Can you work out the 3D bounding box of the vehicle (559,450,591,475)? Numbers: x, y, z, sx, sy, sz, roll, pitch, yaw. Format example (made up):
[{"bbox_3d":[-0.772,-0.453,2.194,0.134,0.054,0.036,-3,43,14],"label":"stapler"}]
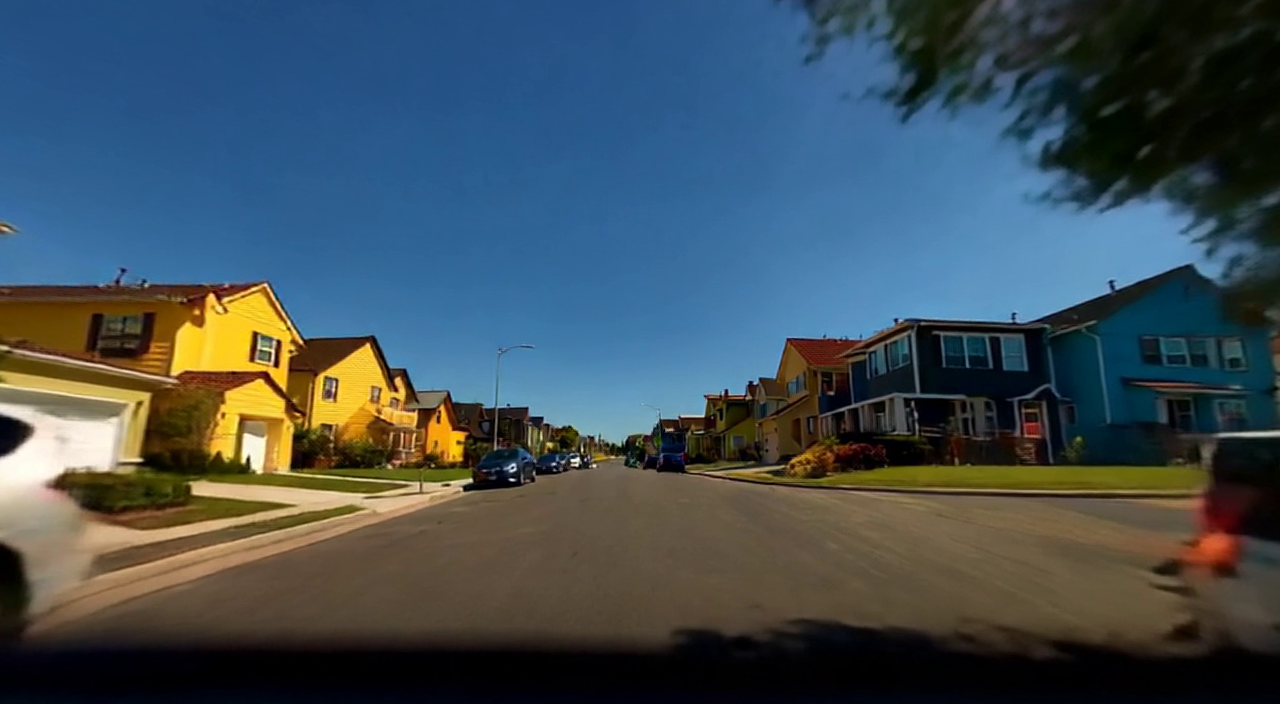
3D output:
[{"bbox_3d":[-4.923,8.402,48.147,2.089,1.508,4.537,2,-6,-3],"label":"vehicle"}]

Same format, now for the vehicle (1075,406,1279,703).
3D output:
[{"bbox_3d":[4.519,1.190,4.019,2.139,1.533,4.676,-4,-8,26],"label":"vehicle"}]

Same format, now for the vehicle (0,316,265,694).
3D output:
[{"bbox_3d":[-4.203,0.696,2.326,2.131,1.851,5.650,1,-3,1],"label":"vehicle"}]

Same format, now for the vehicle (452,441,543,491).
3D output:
[{"bbox_3d":[-4.735,3.842,21.676,2.080,1.471,4.638,1,-9,0],"label":"vehicle"}]

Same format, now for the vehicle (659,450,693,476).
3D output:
[{"bbox_3d":[2.390,7.548,43.026,1.888,1.484,4.476,1,-7,-2],"label":"vehicle"}]

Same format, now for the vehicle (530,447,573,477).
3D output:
[{"bbox_3d":[-5.033,6.292,36.411,2.020,1.470,5.300,0,-7,-3],"label":"vehicle"}]
